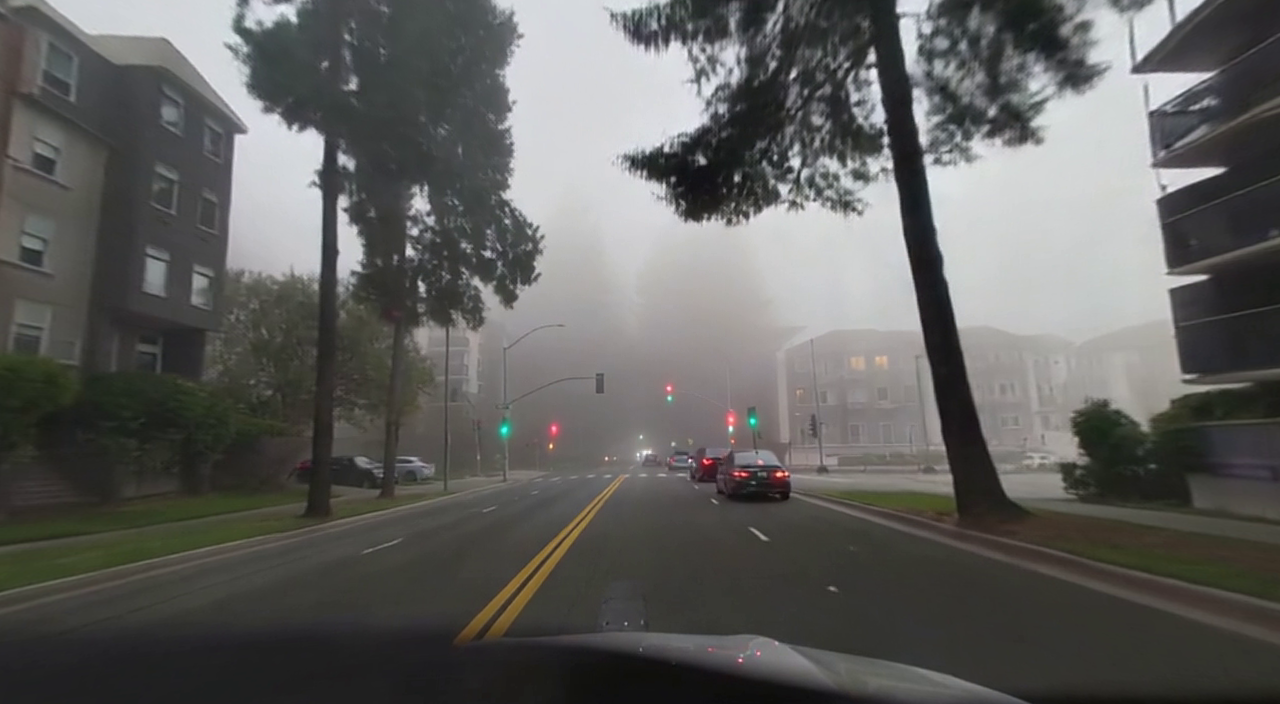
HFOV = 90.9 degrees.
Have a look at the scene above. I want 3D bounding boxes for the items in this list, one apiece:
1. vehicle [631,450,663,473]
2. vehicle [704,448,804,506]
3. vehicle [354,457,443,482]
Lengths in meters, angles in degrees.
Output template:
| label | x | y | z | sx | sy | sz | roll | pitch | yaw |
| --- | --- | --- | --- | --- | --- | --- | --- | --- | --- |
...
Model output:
| label | x | y | z | sx | sy | sz | roll | pitch | yaw |
| --- | --- | --- | --- | --- | --- | --- | --- | --- | --- |
| vehicle | 0.419 | 7.560 | 43.547 | 2.097 | 1.463 | 4.043 | 0 | -9 | -1 |
| vehicle | 3.238 | 3.650 | 18.945 | 2.078 | 1.488 | 4.741 | 0 | -9 | -1 |
| vehicle | -15.160 | 7.378 | 39.736 | 4.727 | 1.483 | 2.002 | -1 | -9 | 3 |
